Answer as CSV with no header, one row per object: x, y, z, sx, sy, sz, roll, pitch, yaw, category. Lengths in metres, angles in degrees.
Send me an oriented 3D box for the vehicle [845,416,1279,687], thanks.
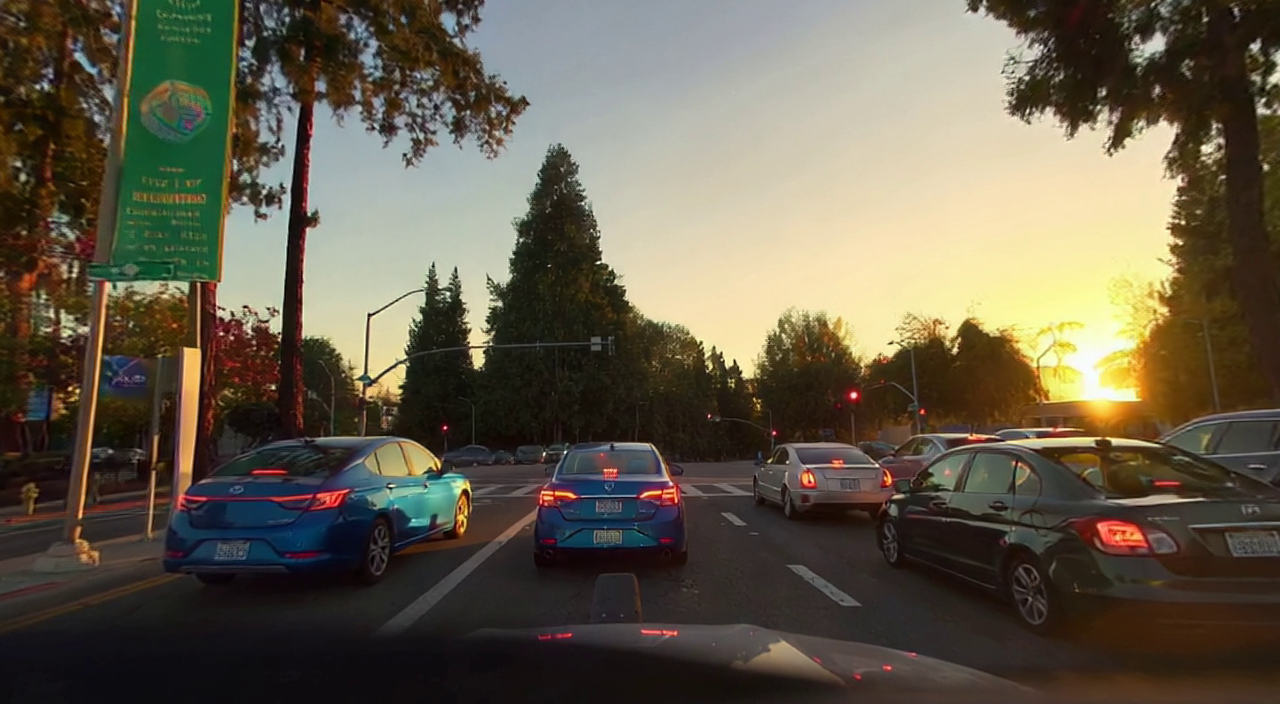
3.607,1.434,5.775,1.953,1.471,4.470,0,-9,0,vehicle

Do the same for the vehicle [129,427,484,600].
-3.365,1.696,7.516,1.929,1.457,4.136,0,-9,0,vehicle

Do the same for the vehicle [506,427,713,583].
-0.322,1.750,7.975,1.994,1.479,3.647,0,-9,-1,vehicle

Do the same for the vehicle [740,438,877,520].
3.398,2.622,13.557,1.852,1.498,3.825,0,-9,-1,vehicle
